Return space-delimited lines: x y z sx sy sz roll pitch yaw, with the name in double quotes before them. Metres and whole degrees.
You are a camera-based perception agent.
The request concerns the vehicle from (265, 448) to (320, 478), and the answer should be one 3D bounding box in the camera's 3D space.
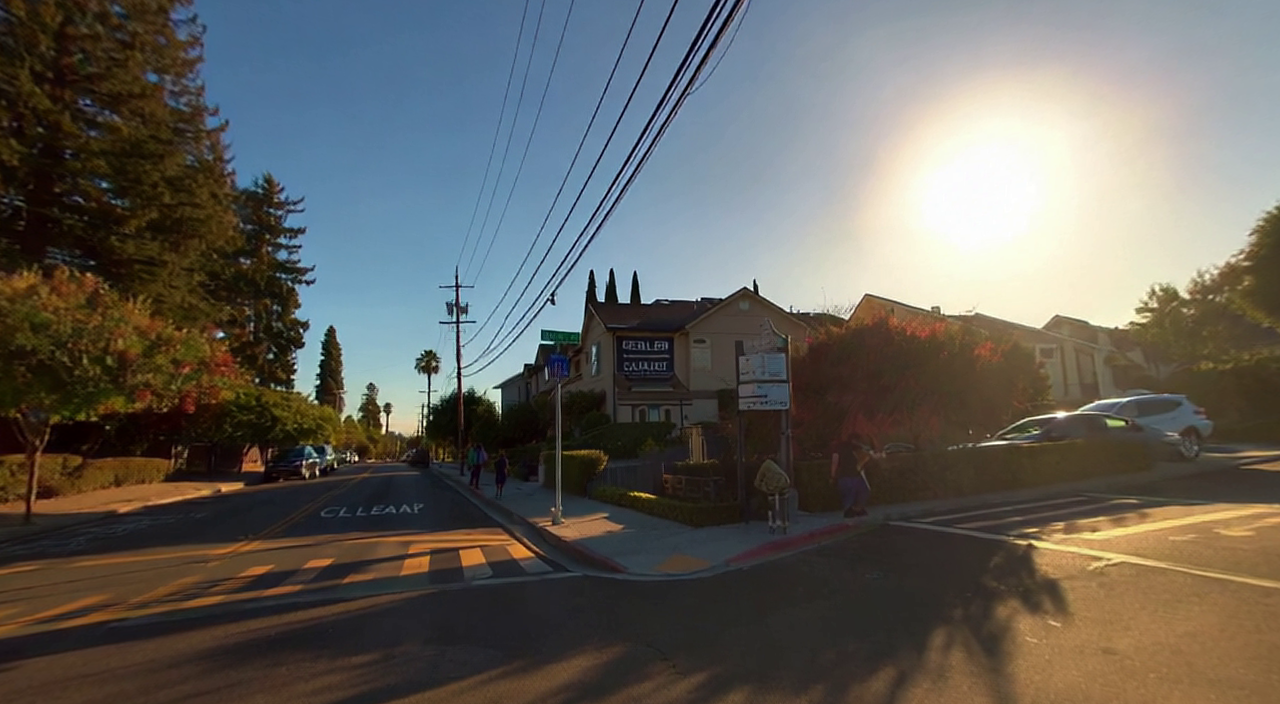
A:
"vehicle" -22.063 7.017 40.320 2.203 1.787 4.704 3 -9 -19
